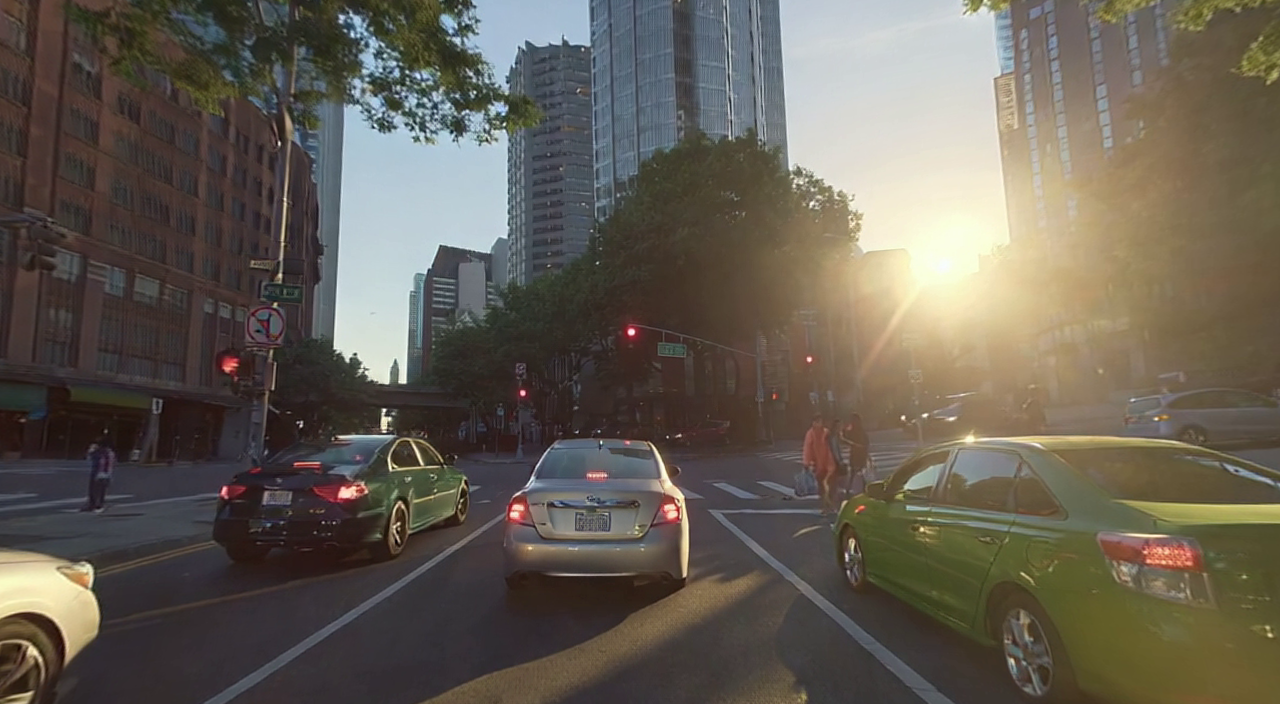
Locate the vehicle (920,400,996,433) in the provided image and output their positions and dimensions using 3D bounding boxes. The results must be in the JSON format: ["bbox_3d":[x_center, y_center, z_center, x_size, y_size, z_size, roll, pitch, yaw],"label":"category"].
[{"bbox_3d":[19.011,3.883,37.695,4.657,1.769,1.979,6,-10,-35],"label":"vehicle"}]

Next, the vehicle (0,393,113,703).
[{"bbox_3d":[-3.917,0.708,1.192,1.995,1.524,4.438,0,-8,0],"label":"vehicle"}]

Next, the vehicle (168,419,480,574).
[{"bbox_3d":[-3.694,1.756,8.477,1.934,1.522,4.287,0,-8,0],"label":"vehicle"}]

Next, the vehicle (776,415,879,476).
[{"bbox_3d":[5.960,2.909,19.732,1.958,1.667,4.392,-5,-10,30],"label":"vehicle"}]

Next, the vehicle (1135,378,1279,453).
[{"bbox_3d":[21.620,2.362,22.885,5.863,2.493,2.354,2,-9,-12],"label":"vehicle"}]

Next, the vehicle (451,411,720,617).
[{"bbox_3d":[-0.423,1.499,6.732,1.999,1.520,3.896,0,-8,-1],"label":"vehicle"}]
